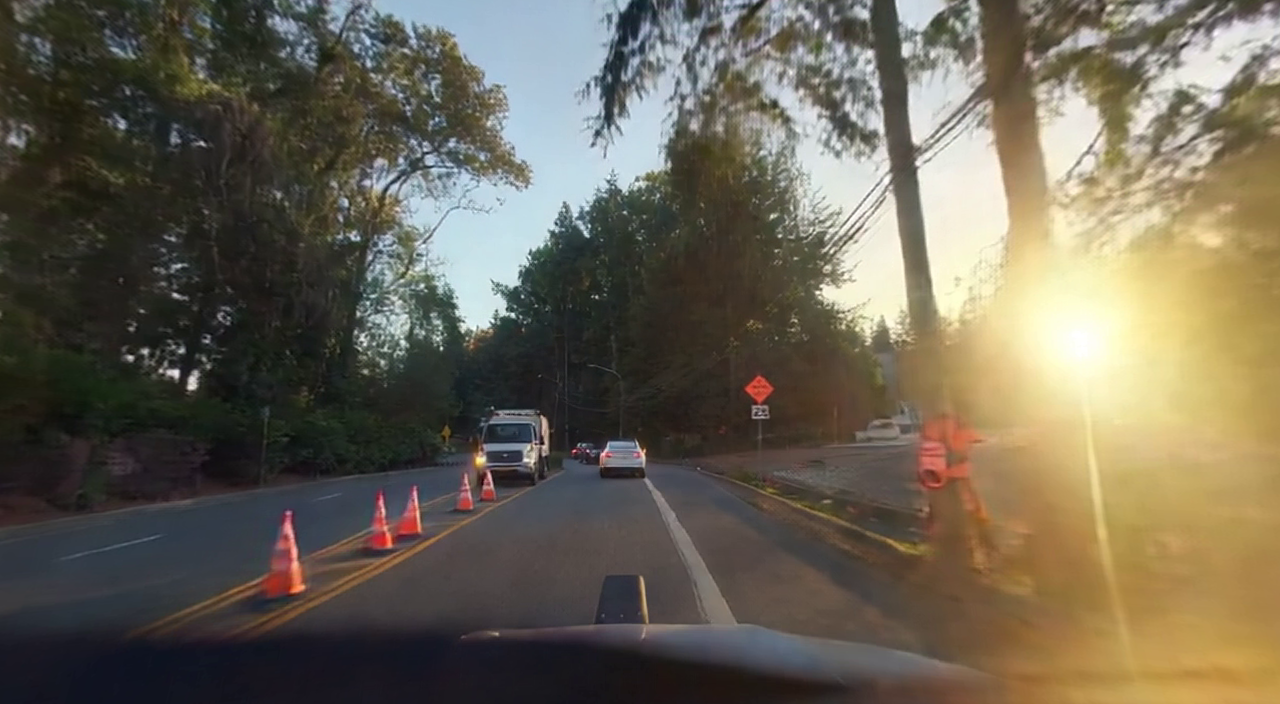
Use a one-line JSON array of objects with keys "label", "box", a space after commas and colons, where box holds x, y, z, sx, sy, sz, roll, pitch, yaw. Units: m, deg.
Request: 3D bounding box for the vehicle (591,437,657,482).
[{"label": "vehicle", "box": [-0.634, 3.901, 23.250, 2.186, 1.463, 4.356, 0, -8, -3]}]

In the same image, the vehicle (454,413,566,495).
[{"label": "vehicle", "box": [-3.657, 3.054, 19.173, 2.671, 2.053, 6.074, 1, -8, -6]}]
